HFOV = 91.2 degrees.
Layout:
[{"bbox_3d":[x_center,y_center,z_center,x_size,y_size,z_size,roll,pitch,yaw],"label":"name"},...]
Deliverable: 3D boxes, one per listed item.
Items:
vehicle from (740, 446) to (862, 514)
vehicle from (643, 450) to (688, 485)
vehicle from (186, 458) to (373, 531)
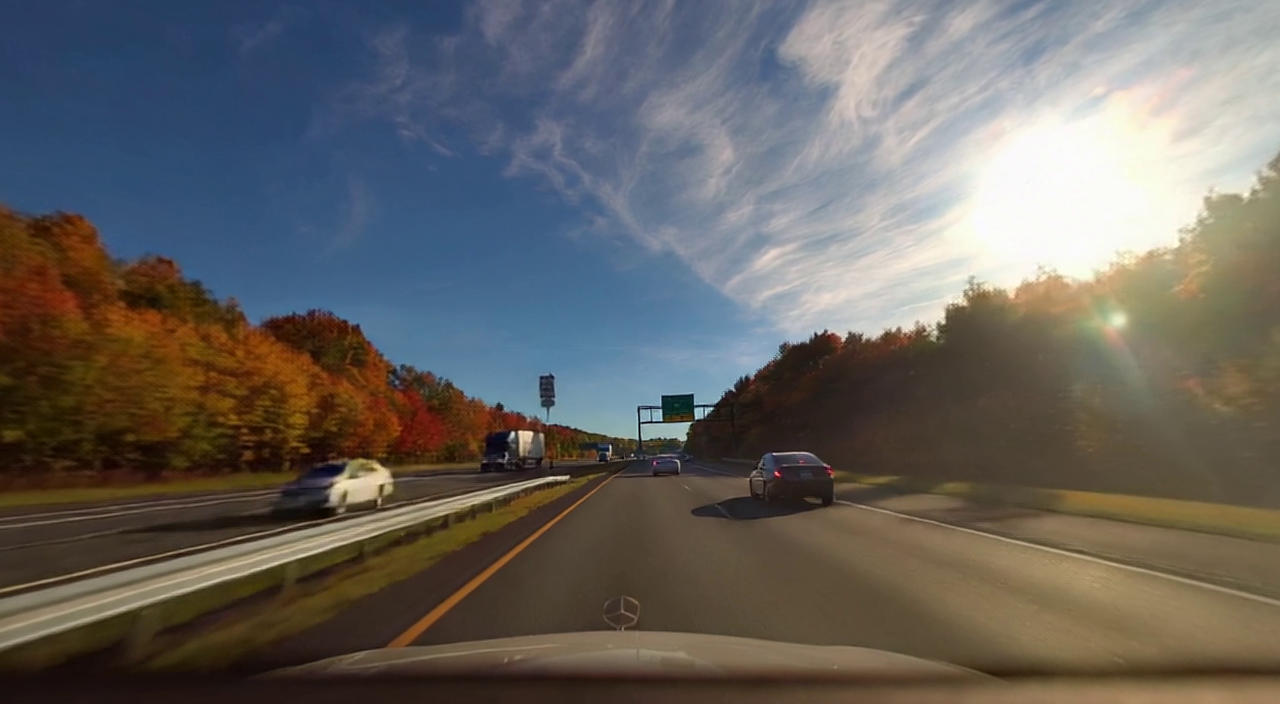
[{"bbox_3d":[4.093,3.321,16.774,2.119,1.557,4.163,0,-9,0],"label":"vehicle"},{"bbox_3d":[1.199,5.668,31.101,2.070,1.546,4.648,0,-9,1],"label":"vehicle"},{"bbox_3d":[-8.911,3.519,16.101,1.991,1.505,4.657,0,-9,0],"label":"vehicle"}]
